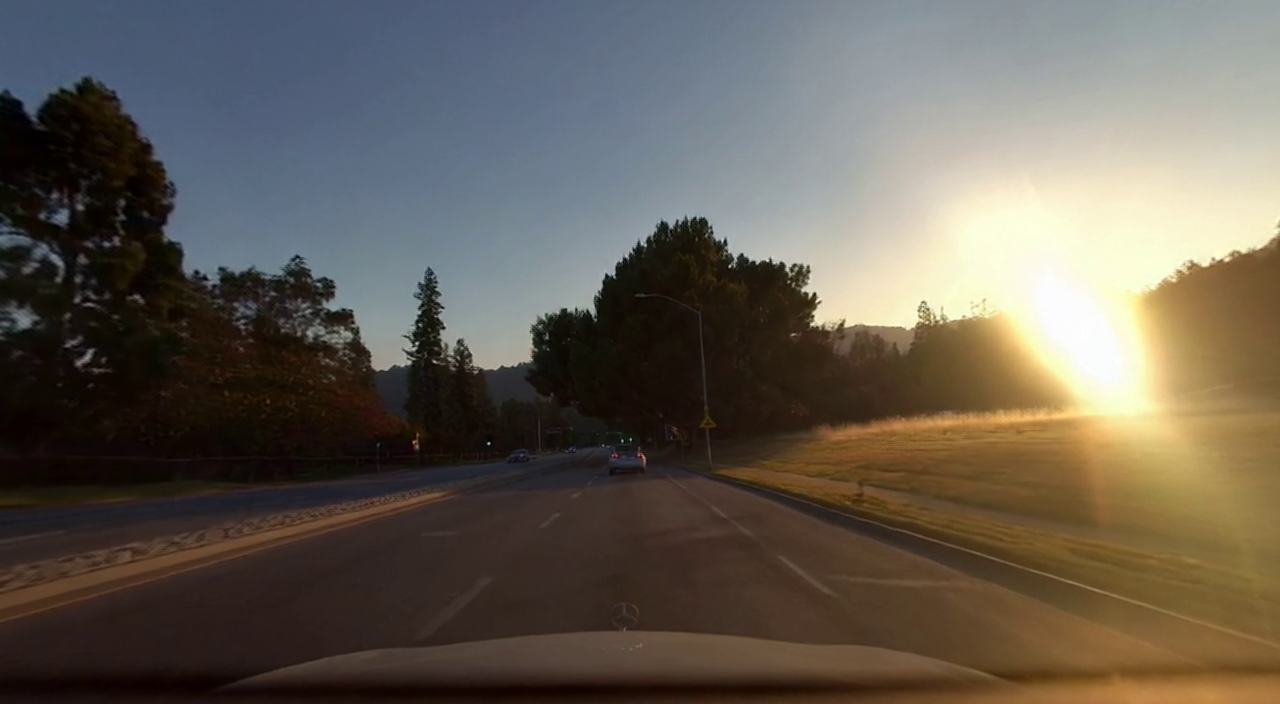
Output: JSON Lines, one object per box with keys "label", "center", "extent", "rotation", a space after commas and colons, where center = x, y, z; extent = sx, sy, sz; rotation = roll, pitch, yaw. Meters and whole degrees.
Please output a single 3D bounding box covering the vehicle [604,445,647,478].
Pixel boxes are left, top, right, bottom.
{"label": "vehicle", "center": [-0.711, 5.245, 30.275], "extent": [1.954, 1.469, 3.465], "rotation": [0, -9, -1]}
